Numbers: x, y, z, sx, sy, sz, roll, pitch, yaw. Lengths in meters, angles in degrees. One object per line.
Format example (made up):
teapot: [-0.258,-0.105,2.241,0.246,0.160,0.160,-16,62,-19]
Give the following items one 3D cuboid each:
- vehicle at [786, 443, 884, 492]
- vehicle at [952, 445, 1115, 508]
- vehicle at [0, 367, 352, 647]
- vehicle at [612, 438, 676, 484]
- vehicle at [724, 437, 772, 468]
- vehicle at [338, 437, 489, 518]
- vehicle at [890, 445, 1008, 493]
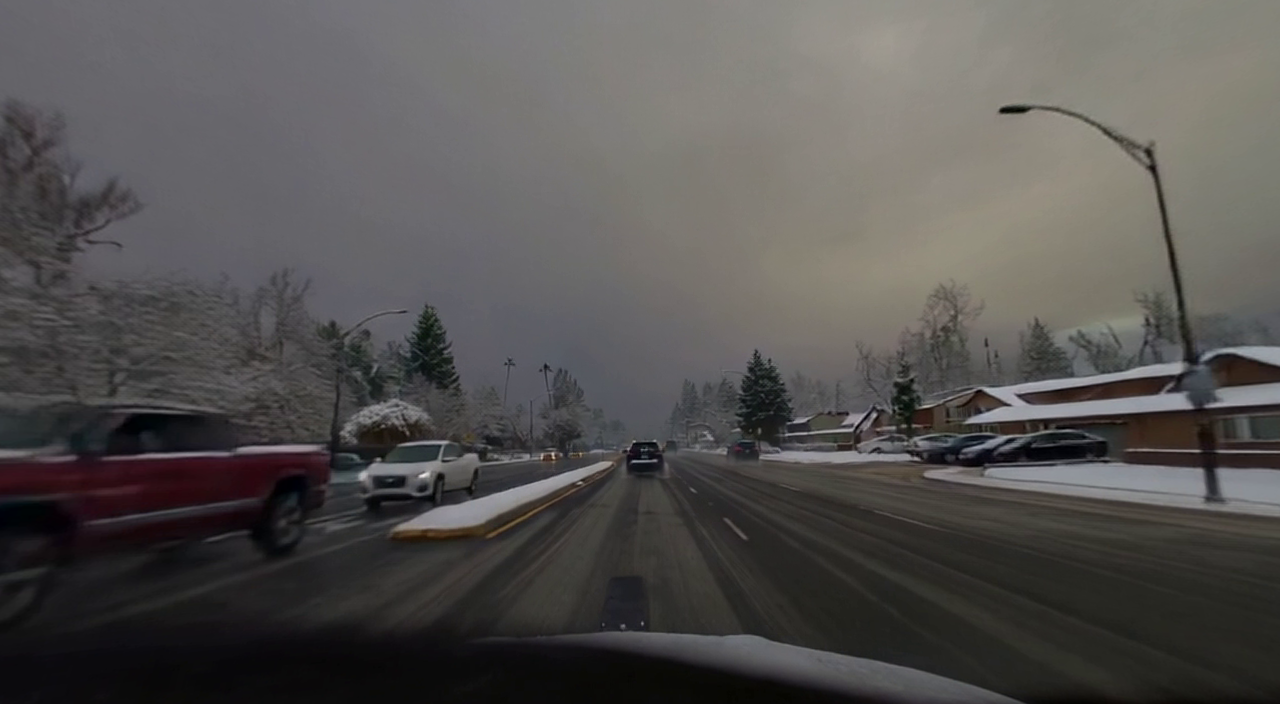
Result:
vehicle: [6.431,3.829,21.337,1.897,1.477,4.360,0,-9,0]
vehicle: [10.992,3.475,18.093,1.854,1.477,4.525,2,-9,1]
vehicle: [-5.328,1.425,6.810,2.193,1.967,4.600,0,-9,0]
vehicle: [0.107,4.268,24.961,2.289,1.679,4.180,0,-9,-1]
vehicle: [7.640,7.194,45.267,2.436,2.010,5.595,0,-9,0]
vehicle: [-5.292,2.965,15.477,2.033,1.658,4.472,-1,-9,0]
vehicle: [11.134,4.227,23.170,1.978,1.551,4.560,0,-9,0]
